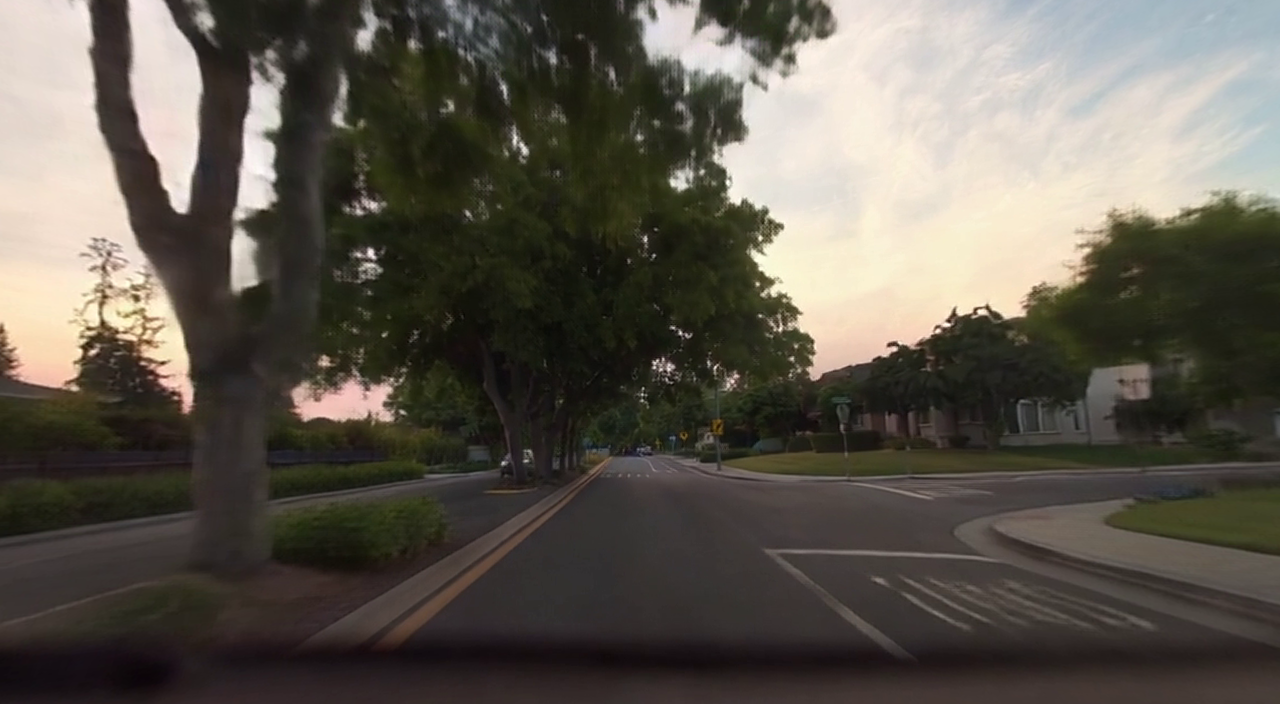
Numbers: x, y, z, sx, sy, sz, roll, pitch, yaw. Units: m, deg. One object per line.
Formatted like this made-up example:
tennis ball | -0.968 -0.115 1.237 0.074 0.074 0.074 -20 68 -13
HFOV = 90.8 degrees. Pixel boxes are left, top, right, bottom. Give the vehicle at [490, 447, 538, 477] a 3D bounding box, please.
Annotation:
vehicle | -7.492 6.556 38.007 1.994 1.646 4.276 0 -9 0
